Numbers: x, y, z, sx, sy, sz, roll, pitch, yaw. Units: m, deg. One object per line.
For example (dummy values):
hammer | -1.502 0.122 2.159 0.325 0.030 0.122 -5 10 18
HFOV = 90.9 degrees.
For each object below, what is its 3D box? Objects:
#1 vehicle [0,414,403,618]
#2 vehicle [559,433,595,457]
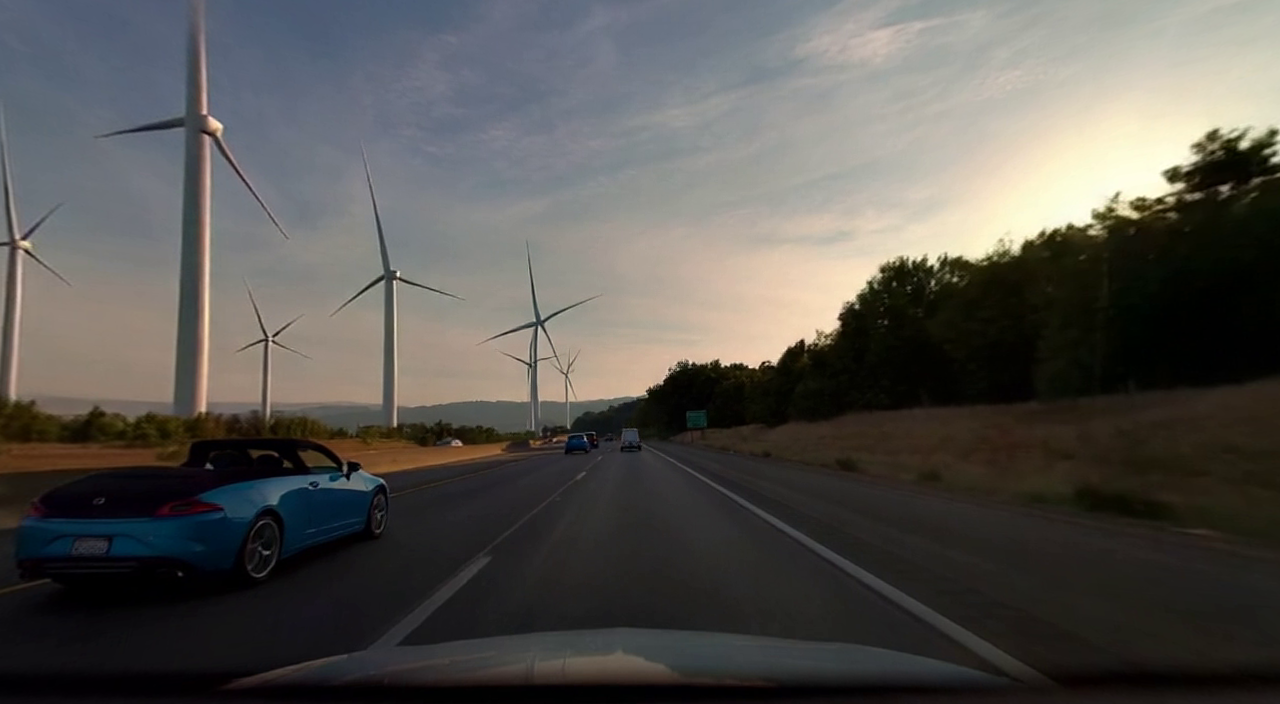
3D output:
vehicle | -4.249 1.436 6.559 1.969 1.413 4.194 0 -8 -1
vehicle | -4.059 6.040 40.925 2.024 1.456 3.754 0 -8 -1
